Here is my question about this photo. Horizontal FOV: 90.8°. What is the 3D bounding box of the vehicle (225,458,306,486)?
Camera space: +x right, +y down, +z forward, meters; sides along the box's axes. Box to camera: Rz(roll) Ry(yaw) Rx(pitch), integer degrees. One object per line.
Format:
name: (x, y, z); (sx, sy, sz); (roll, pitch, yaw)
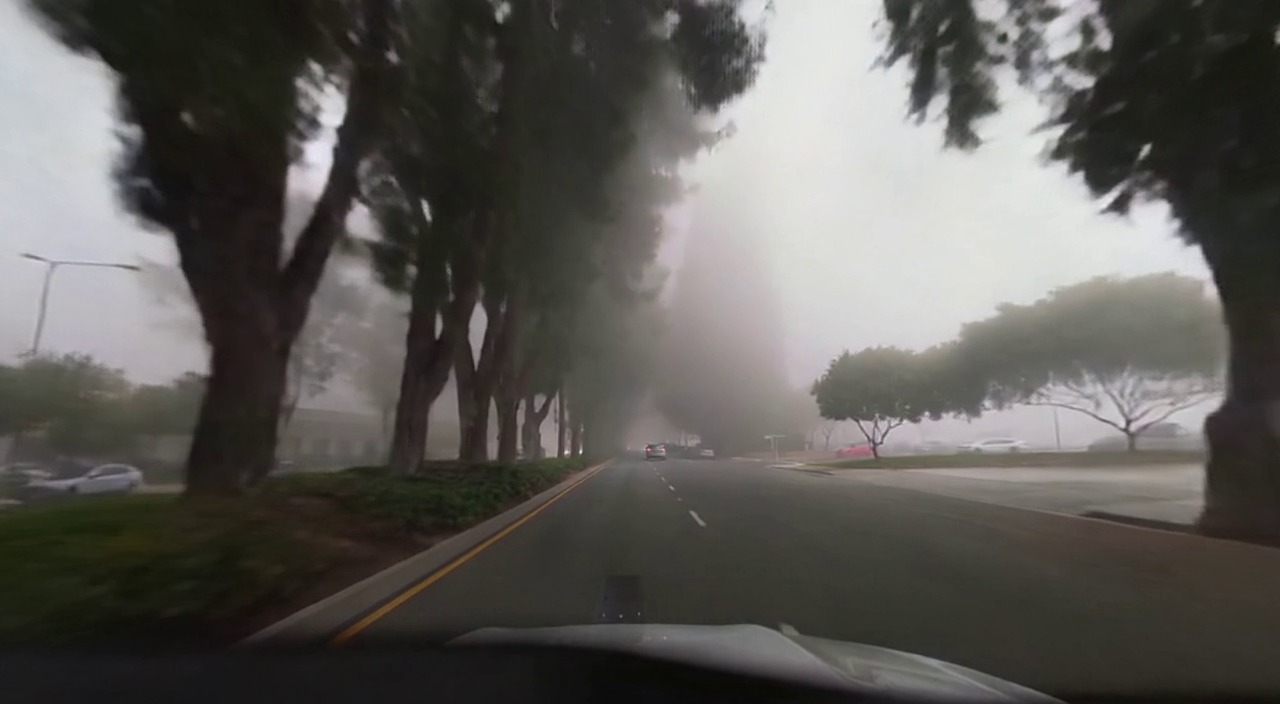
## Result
vehicle: (-21.438, 6.856, 36.367); (1.847, 1.454, 4.413); (0, -9, 1)

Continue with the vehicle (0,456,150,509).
vehicle: (-21.963, 4.975, 24.546); (1.922, 1.738, 4.556); (-1, -9, 4)
